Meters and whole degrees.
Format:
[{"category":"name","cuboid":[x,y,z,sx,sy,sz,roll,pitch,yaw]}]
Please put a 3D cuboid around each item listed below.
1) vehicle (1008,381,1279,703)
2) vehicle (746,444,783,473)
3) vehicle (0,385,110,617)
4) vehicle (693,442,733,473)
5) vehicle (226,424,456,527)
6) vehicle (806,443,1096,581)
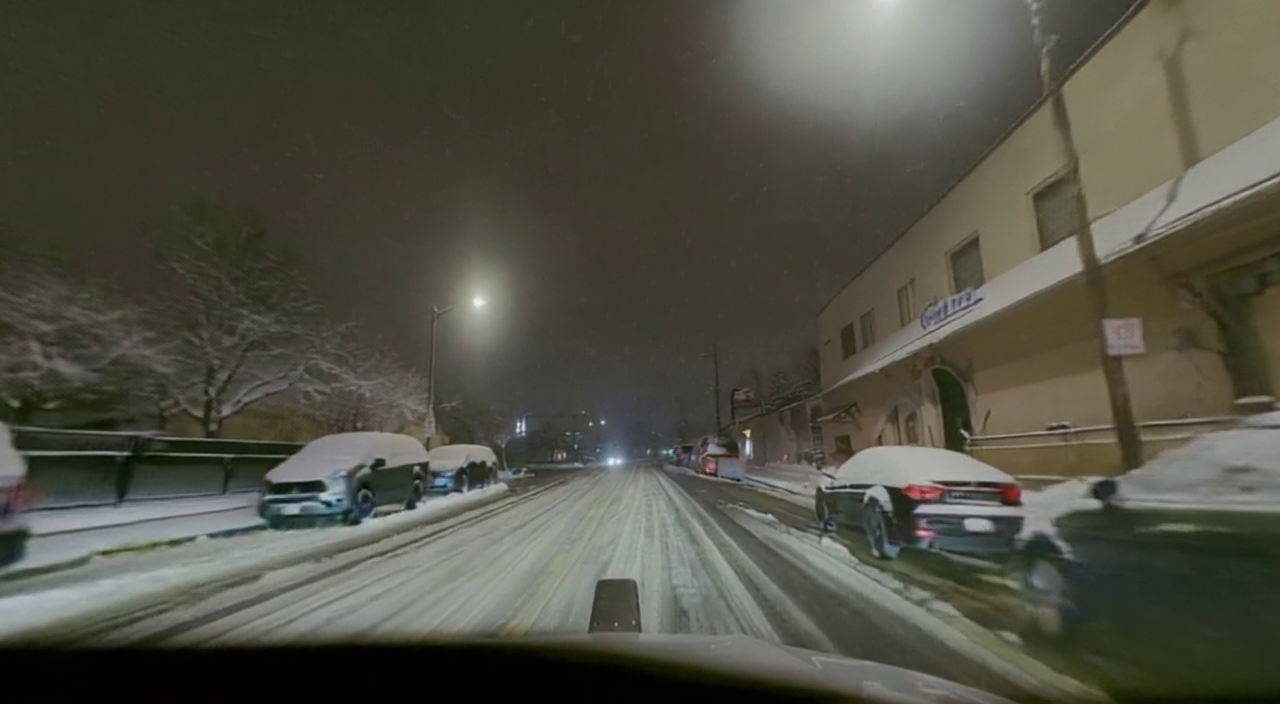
[{"category":"vehicle","cuboid":[4.378,1.102,3.571,1.941,1.810,4.364,0,-9,0]},{"category":"vehicle","cuboid":[8.555,7.411,43.691,1.911,1.685,3.764,3,-12,2]},{"category":"vehicle","cuboid":[-6.538,1.035,3.546,2.304,1.937,5.720,-2,-9,-2]},{"category":"vehicle","cuboid":[4.805,7.027,42.413,2.158,1.900,5.376,0,-9,1]},{"category":"vehicle","cuboid":[-6.488,2.764,14.825,2.504,1.919,5.658,0,-9,2]},{"category":"vehicle","cuboid":[4.211,2.189,9.648,2.050,1.475,4.613,1,-8,-1]}]
